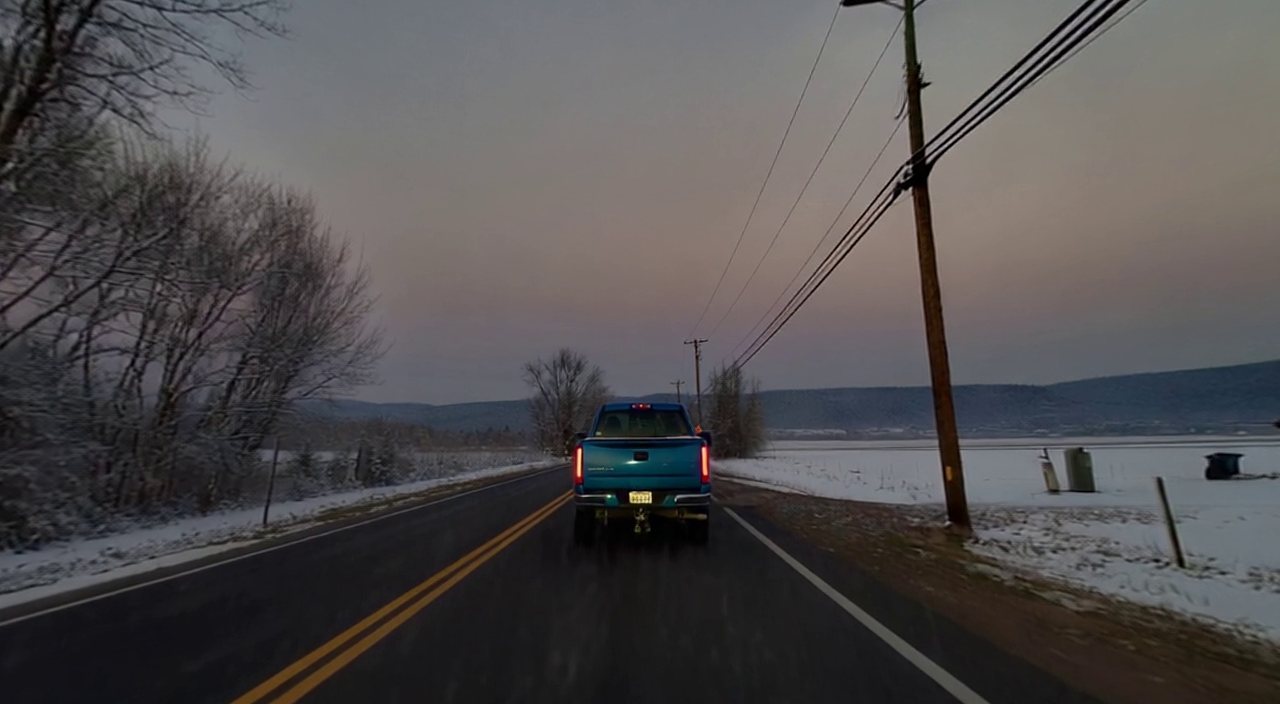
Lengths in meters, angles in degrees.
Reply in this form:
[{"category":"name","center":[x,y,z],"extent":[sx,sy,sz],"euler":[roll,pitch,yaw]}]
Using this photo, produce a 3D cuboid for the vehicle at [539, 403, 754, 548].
[{"category":"vehicle","center":[0.052,2.039,11.212],"extent":[2.774,1.861,5.885],"euler":[0,-8,-1]}]
